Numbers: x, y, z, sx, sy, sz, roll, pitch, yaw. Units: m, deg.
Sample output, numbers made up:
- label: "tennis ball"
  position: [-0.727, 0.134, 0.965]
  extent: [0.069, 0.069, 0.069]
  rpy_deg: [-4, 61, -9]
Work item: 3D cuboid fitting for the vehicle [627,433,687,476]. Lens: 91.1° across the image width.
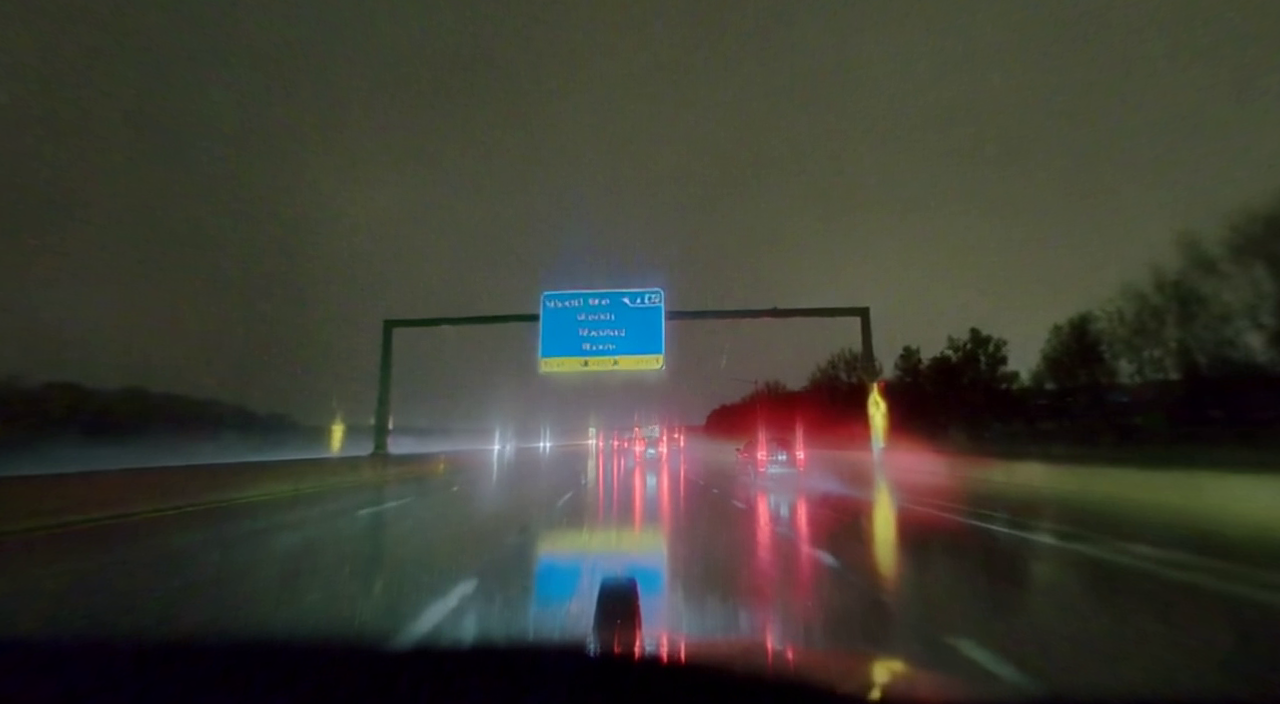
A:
- label: "vehicle"
  position: [0.539, 3.837, 23.839]
  extent: [2.046, 1.467, 3.844]
  rpy_deg: [0, -8, -2]
